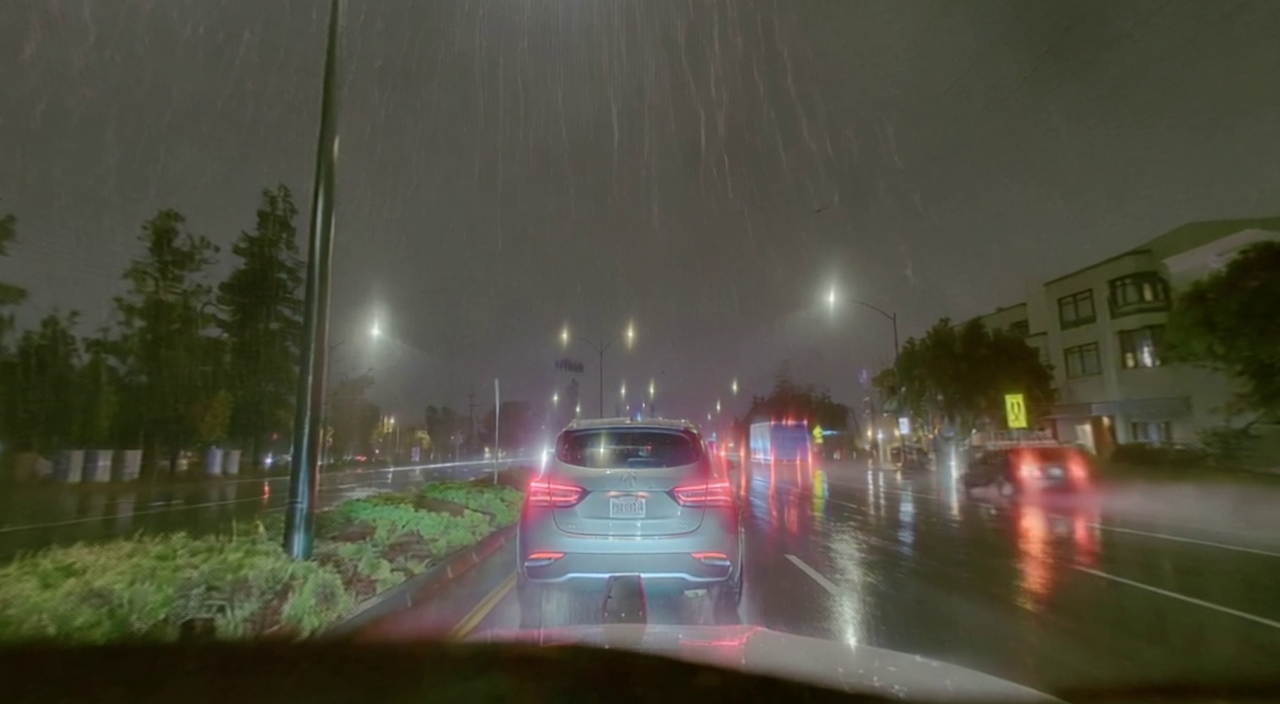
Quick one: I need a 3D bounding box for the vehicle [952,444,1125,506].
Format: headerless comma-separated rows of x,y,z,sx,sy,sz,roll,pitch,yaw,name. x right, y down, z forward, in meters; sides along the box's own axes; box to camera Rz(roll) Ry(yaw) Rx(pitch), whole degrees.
11.125,3.420,18.019,1.998,1.527,4.489,0,-9,0,vehicle

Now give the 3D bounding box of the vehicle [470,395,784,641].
-0.129,1.455,6.476,2.172,1.694,4.055,0,-8,-1,vehicle
